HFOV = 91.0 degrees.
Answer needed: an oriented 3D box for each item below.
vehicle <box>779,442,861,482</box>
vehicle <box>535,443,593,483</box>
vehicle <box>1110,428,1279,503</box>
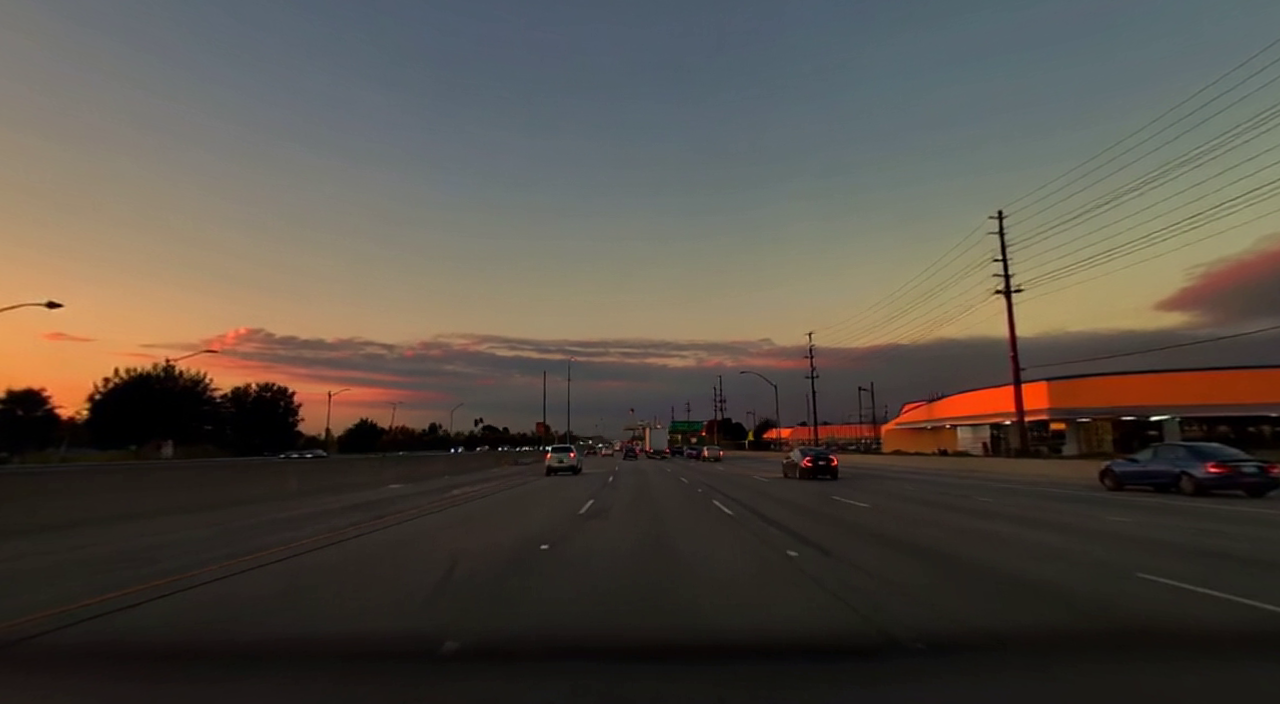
[{"bbox_3d":[7.321,4.491,26.076,1.980,1.501,4.433,0,-8,-2],"label":"vehicle"},{"bbox_3d":[-3.058,4.541,26.137,1.929,1.521,4.097,0,-8,0],"label":"vehicle"},{"bbox_3d":[15.934,3.083,17.462,2.201,1.785,4.399,1,-9,-3],"label":"vehicle"}]
